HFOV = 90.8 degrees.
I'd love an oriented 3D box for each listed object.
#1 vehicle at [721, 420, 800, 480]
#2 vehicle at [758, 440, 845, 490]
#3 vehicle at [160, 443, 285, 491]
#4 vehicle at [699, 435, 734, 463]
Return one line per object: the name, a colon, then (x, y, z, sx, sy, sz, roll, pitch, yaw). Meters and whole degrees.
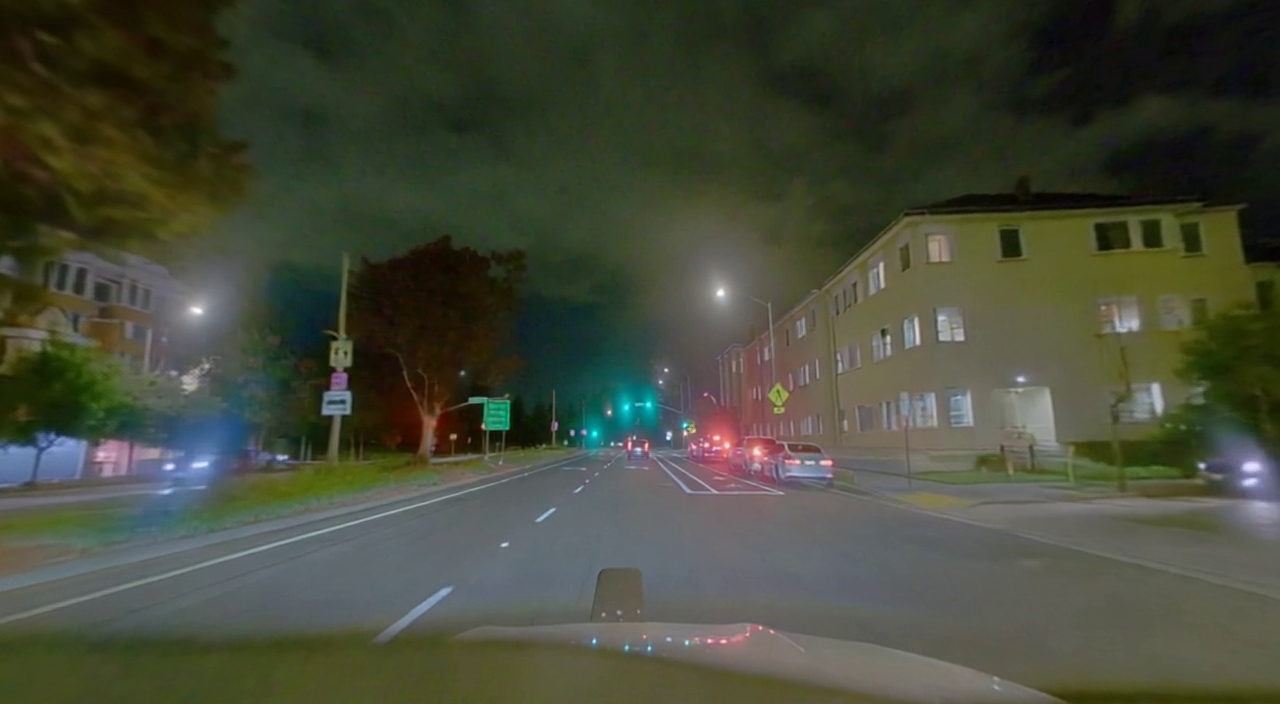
vehicle: (5.415, 4.555, 29.431, 2.324, 2.468, 6.422, 0, -9, -1)
vehicle: (5.698, 4.042, 22.937, 1.940, 1.584, 4.553, 0, -9, 0)
vehicle: (-16.408, 4.511, 25.168, 1.957, 1.705, 4.346, 0, -9, 1)
vehicle: (5.545, 7.106, 46.639, 2.008, 1.930, 4.919, 0, -8, 1)
